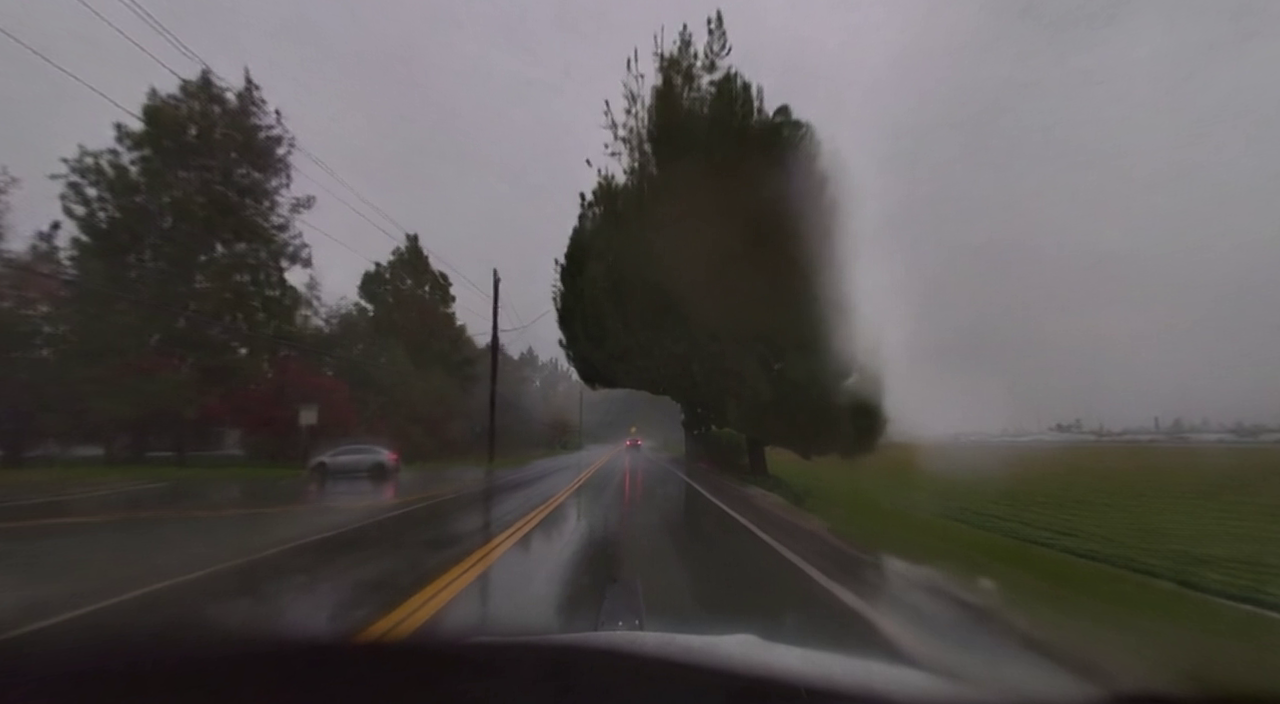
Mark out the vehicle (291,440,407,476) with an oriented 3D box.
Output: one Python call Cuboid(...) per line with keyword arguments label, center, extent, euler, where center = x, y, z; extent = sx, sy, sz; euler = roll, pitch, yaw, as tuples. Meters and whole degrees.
Cuboid(label="vehicle", center=(-14.905, 5.451, 32.476), extent=(4.894, 1.774, 2.150), euler=(0, -8, 1))
